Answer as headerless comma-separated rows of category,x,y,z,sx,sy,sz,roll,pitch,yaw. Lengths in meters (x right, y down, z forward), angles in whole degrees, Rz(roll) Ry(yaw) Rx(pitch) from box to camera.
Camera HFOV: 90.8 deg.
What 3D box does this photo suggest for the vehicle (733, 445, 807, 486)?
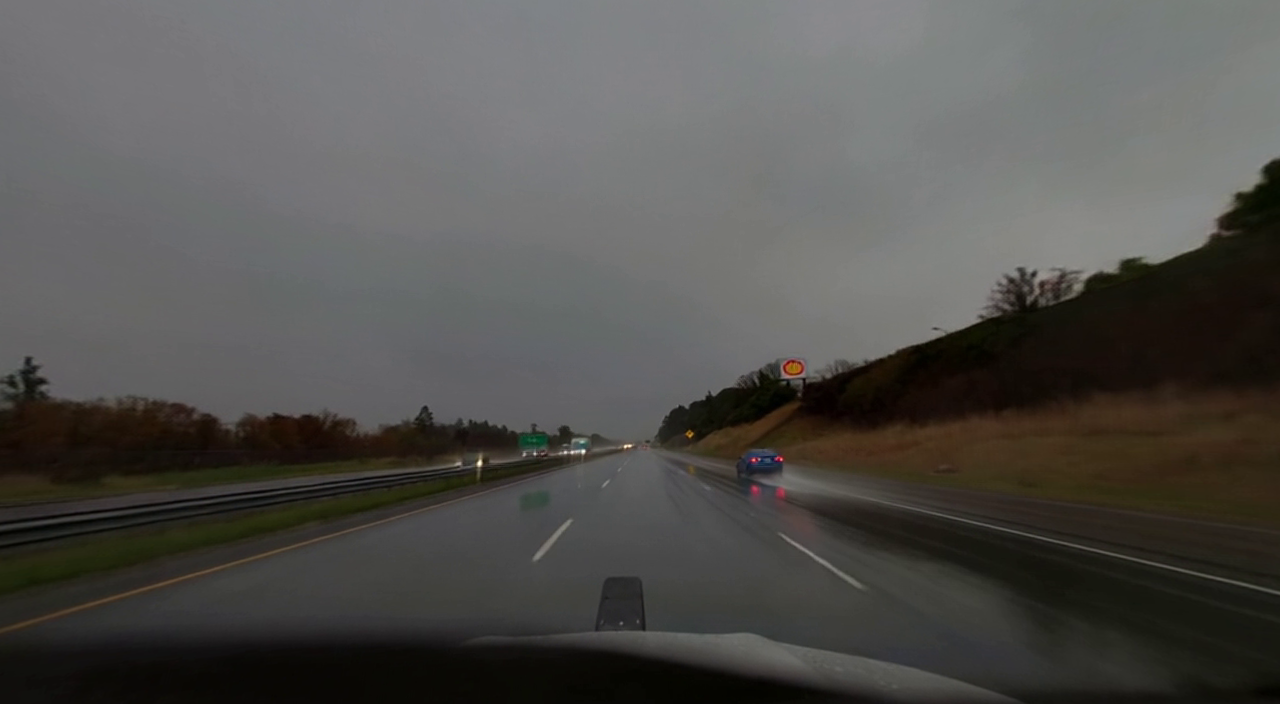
vehicle,4.966,4.385,24.682,1.967,1.472,3.751,0,-9,-2
